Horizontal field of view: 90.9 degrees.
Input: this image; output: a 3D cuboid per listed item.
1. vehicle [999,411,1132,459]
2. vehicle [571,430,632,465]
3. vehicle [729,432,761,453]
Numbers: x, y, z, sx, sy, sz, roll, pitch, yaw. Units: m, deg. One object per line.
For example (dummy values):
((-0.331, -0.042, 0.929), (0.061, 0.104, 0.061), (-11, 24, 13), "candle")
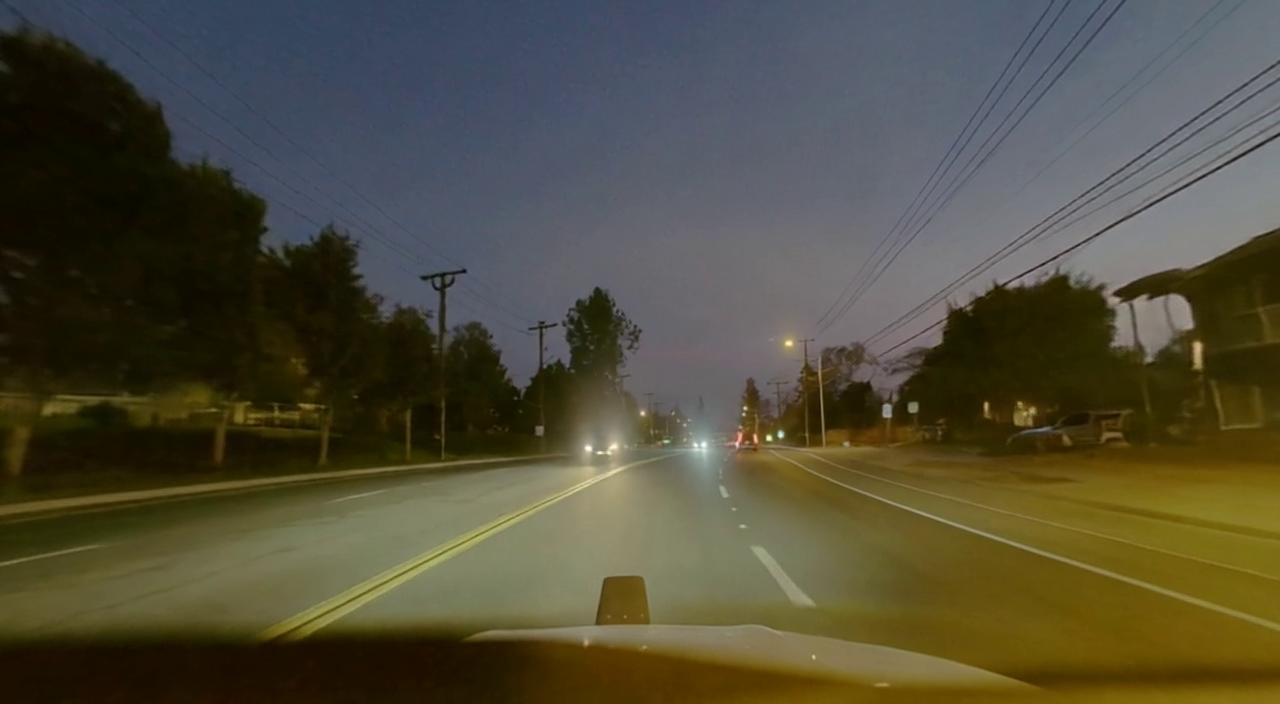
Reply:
((19.251, 3.835, 28.768), (4.687, 1.805, 2.130), (-9, -11, 32), "vehicle")
((-1.703, 4.495, 29.718), (1.974, 1.479, 4.392), (-2, -9, 9), "vehicle")
((7.884, 6.840, 47.520), (1.982, 1.451, 4.152), (-1, -8, 5), "vehicle")
